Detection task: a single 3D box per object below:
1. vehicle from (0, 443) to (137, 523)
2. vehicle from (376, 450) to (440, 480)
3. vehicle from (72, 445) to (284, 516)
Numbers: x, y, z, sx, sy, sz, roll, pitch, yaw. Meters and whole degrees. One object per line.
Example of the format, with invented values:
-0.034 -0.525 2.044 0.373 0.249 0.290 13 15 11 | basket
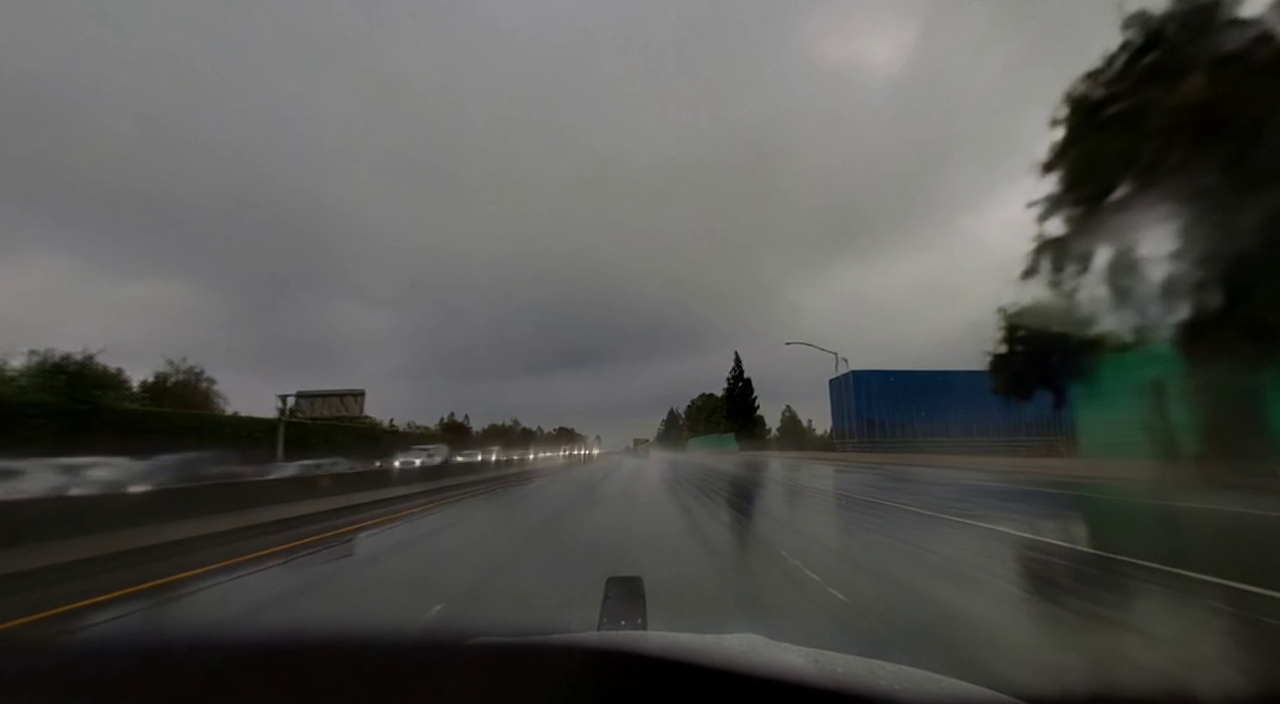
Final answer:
-15.636 3.255 16.004 2.114 1.792 4.296 0 -9 0 | vehicle
-11.859 5.789 32.500 1.796 1.442 3.938 0 -9 0 | vehicle
-11.103 3.089 15.655 1.971 1.469 4.346 0 -9 0 | vehicle
